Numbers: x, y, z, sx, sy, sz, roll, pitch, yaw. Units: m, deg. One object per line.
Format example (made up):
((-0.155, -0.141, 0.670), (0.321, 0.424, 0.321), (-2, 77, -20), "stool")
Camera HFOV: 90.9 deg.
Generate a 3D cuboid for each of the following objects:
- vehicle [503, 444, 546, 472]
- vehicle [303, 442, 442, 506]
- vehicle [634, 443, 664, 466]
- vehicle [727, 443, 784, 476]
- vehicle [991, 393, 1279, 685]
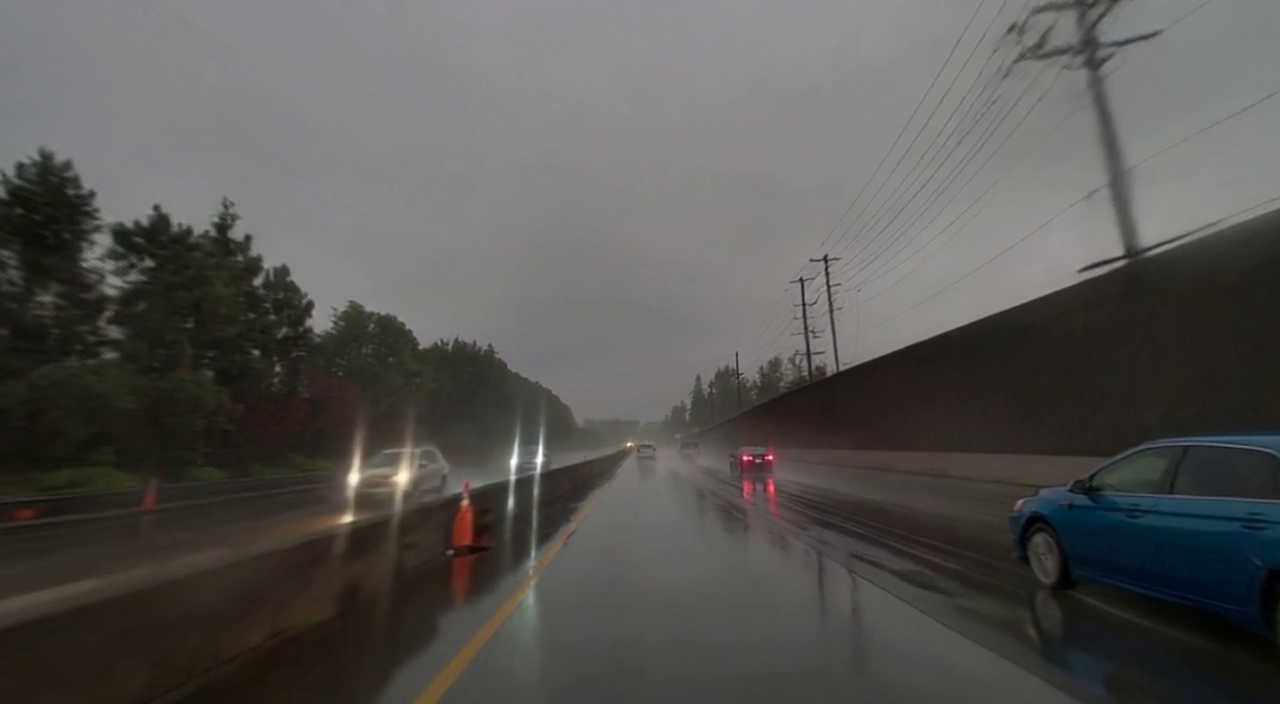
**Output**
((-7.140, 6.545, 39.290), (1.888, 1.605, 3.922), (0, -8, 1), "vehicle")
((-7.646, 3.492, 18.670), (1.941, 1.594, 4.791), (0, -8, 1), "vehicle")
((0.624, 7.625, 47.190), (2.096, 1.583, 4.150), (0, -8, -1), "vehicle")
((5.385, 5.072, 29.967), (1.881, 1.409, 4.016), (0, -8, -1), "vehicle")
((4.462, 1.077, 3.902), (1.997, 1.568, 4.529), (0, -8, 1), "vehicle")
